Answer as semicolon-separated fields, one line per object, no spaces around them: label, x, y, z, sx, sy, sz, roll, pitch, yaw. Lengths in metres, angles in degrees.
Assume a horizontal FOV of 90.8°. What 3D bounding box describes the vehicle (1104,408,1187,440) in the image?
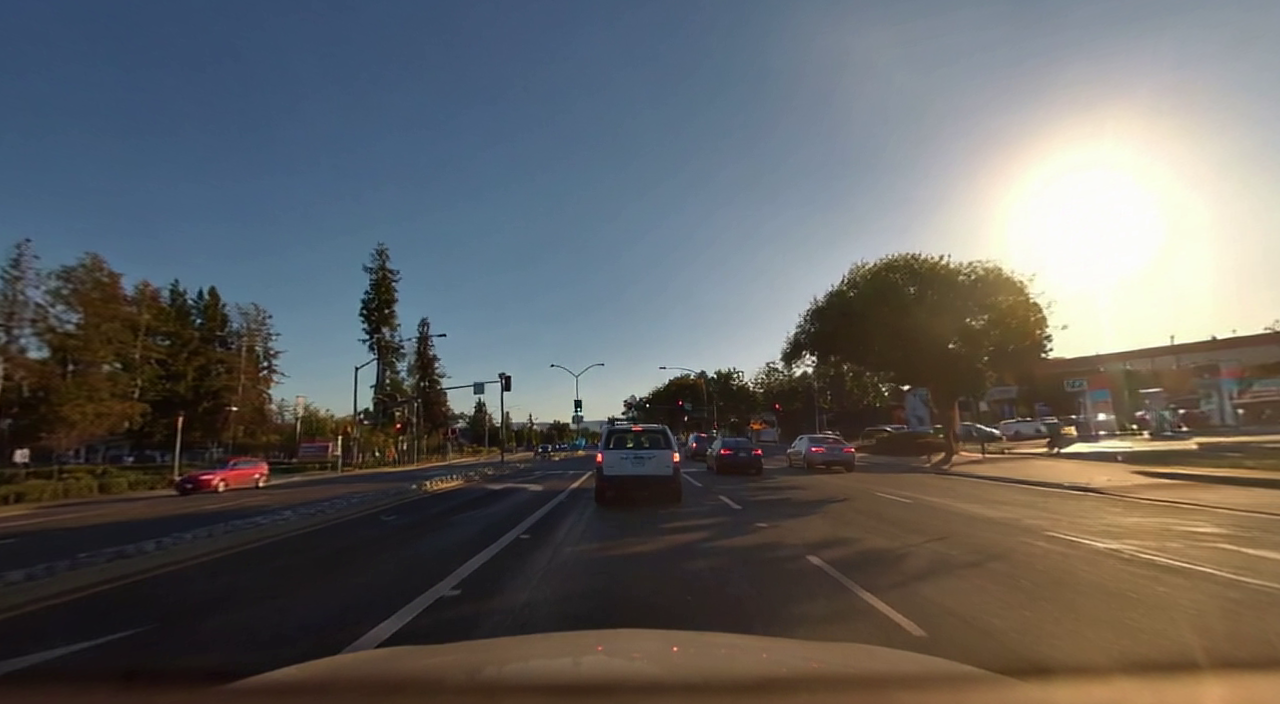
vehicle;30.567;4.440;38.375;1.769;1.782;4.068;-1;-8;3

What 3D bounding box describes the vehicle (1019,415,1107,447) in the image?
vehicle;25.251;4.783;37.933;2.107;1.806;4.410;0;-8;-2

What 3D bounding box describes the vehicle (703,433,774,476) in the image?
vehicle;3.666;3.901;24.297;1.940;1.474;4.234;0;-8;-2

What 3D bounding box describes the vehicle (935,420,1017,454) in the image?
vehicle;19.899;5.066;37.719;1.929;1.763;5.190;-3;-8;-1

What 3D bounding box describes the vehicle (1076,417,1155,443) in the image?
vehicle;27.792;4.608;37.064;1.709;1.423;3.660;0;-8;0

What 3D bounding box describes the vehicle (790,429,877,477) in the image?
vehicle;6.981;3.681;23.254;1.793;1.585;4.130;0;-8;-2

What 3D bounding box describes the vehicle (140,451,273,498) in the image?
vehicle;-16.685;4.703;24.703;1.942;1.479;4.765;-4;-8;-1

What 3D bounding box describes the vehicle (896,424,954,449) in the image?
vehicle;19.733;5.881;43.941;1.925;1.629;4.331;0;-8;-1

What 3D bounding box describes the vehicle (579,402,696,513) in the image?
vehicle;-0.076;2.203;13.524;2.038;1.917;4.900;0;-8;-1
